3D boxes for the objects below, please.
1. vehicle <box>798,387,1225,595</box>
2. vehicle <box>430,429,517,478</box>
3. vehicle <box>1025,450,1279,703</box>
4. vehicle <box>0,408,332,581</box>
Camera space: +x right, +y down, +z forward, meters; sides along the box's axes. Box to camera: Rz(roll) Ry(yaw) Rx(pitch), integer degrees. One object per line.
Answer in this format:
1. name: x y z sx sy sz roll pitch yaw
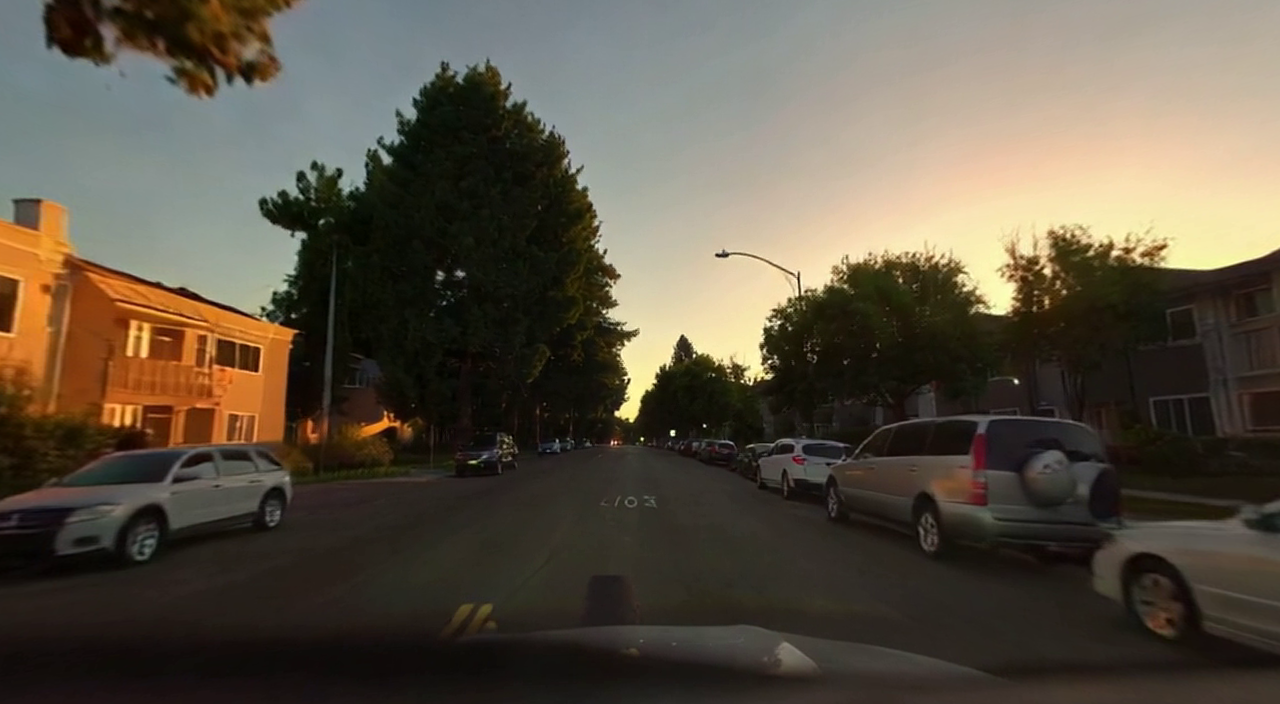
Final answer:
1. vehicle: 4.307 1.768 9.069 2.365 1.970 6.011 0 -9 -1
2. vehicle: -7.115 4.499 27.644 2.384 1.781 5.492 -3 -10 -1
3. vehicle: 4.390 1.220 3.203 1.823 1.393 4.584 0 -9 -2
4. vehicle: -6.952 1.993 9.406 2.235 1.802 5.138 -2 -10 -2
